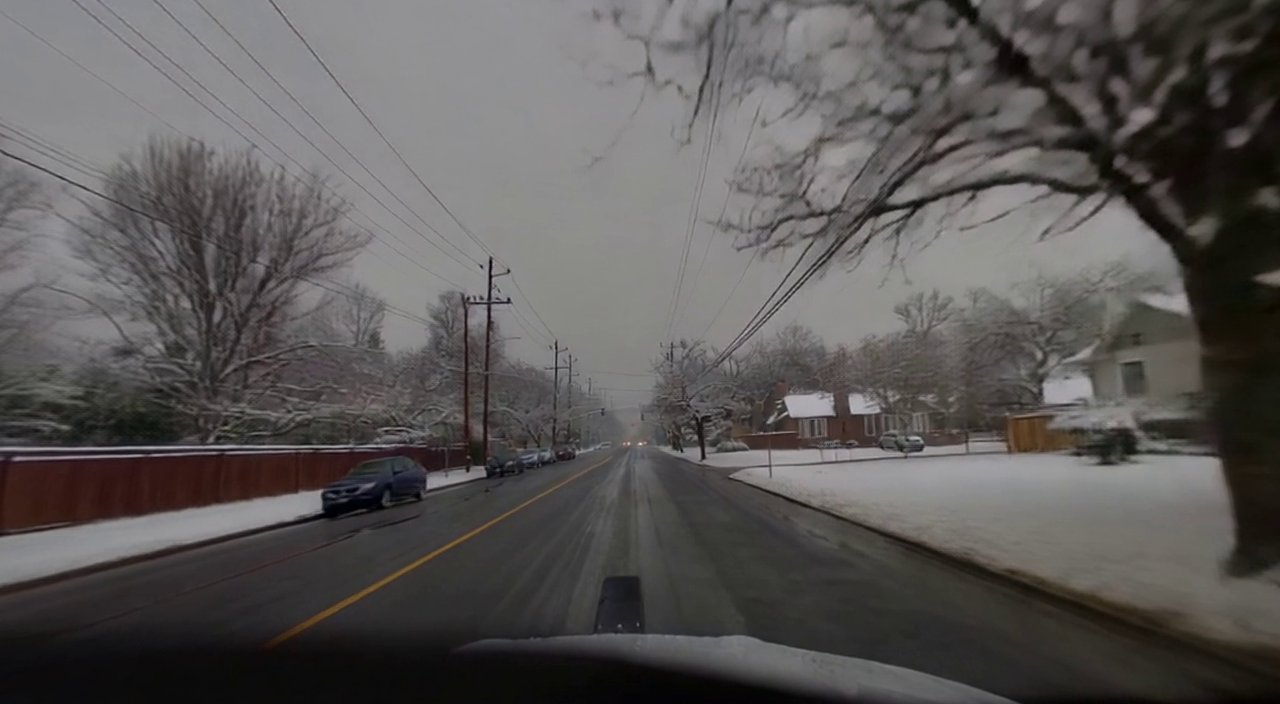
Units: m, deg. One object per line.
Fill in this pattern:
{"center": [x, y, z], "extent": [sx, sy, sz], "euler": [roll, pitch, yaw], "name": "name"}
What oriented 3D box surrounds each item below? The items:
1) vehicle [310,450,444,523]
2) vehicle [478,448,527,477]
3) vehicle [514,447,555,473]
{"center": [-7.236, 3.691, 17.905], "extent": [1.869, 1.442, 4.344], "euler": [-9, -8, -1], "name": "vehicle"}
{"center": [-7.757, 6.271, 35.997], "extent": [1.949, 1.512, 3.818], "euler": [0, -8, 0], "name": "vehicle"}
{"center": [-7.612, 7.804, 46.098], "extent": [1.839, 1.494, 4.757], "euler": [-9, -9, 2], "name": "vehicle"}
